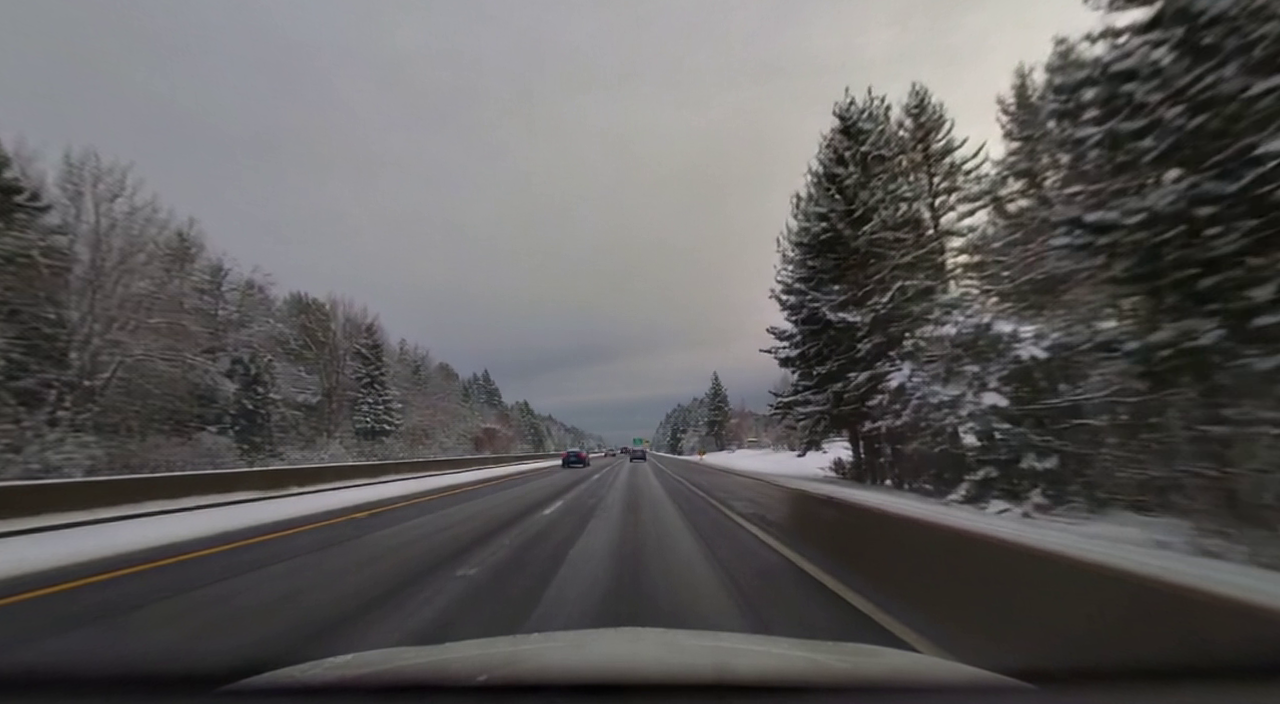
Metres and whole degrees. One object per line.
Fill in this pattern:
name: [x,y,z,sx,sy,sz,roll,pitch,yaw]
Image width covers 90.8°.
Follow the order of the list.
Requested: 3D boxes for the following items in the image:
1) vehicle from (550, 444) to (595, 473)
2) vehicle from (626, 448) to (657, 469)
vehicle: [-3.953,6.345,37.719,2.182,1.629,4.263,0,-9,0]
vehicle: [0.094,7.602,45.200,2.046,1.452,4.407,0,-9,0]
